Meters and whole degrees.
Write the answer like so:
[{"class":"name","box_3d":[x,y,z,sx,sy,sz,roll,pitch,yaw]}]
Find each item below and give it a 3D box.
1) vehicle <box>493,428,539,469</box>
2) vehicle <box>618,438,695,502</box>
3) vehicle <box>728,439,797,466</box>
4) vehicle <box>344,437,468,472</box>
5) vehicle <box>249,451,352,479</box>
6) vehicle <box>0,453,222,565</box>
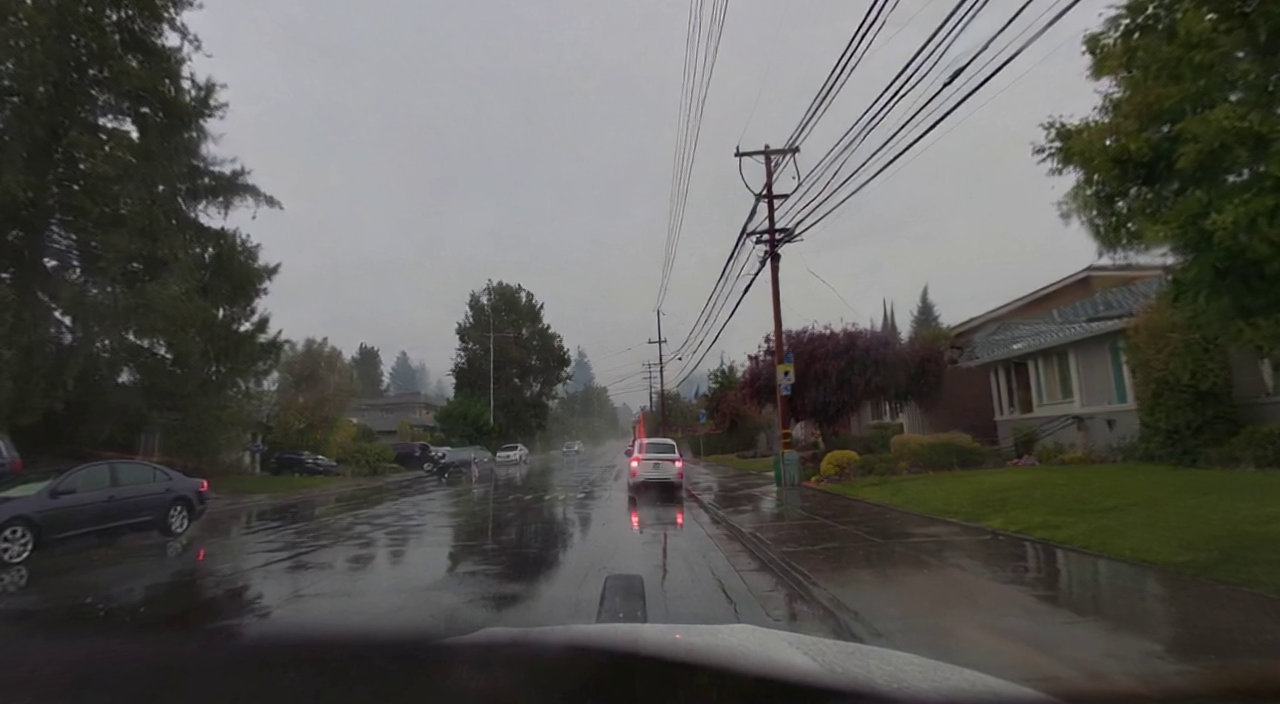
[{"class":"vehicle","box_3d":[-9.440,7.422,48.585,2.199,2.902,5.848,0,-8,1]},{"class":"vehicle","box_3d":[0.474,3.191,17.382,1.908,1.572,3.105,0,-8,3]},{"class":"vehicle","box_3d":[7.855,6.496,40.773,4.075,1.674,1.811,0,-8,0]},{"class":"vehicle","box_3d":[-14.015,6.183,38.114,6.488,2.009,2.354,0,-8,1]},{"class":"vehicle","box_3d":[-18.205,6.082,33.995,4.481,1.420,1.712,1,-9,-3]},{"class":"vehicle","box_3d":[-9.497,2.424,10.454,1.968,1.449,4.502,0,-8,2]}]
